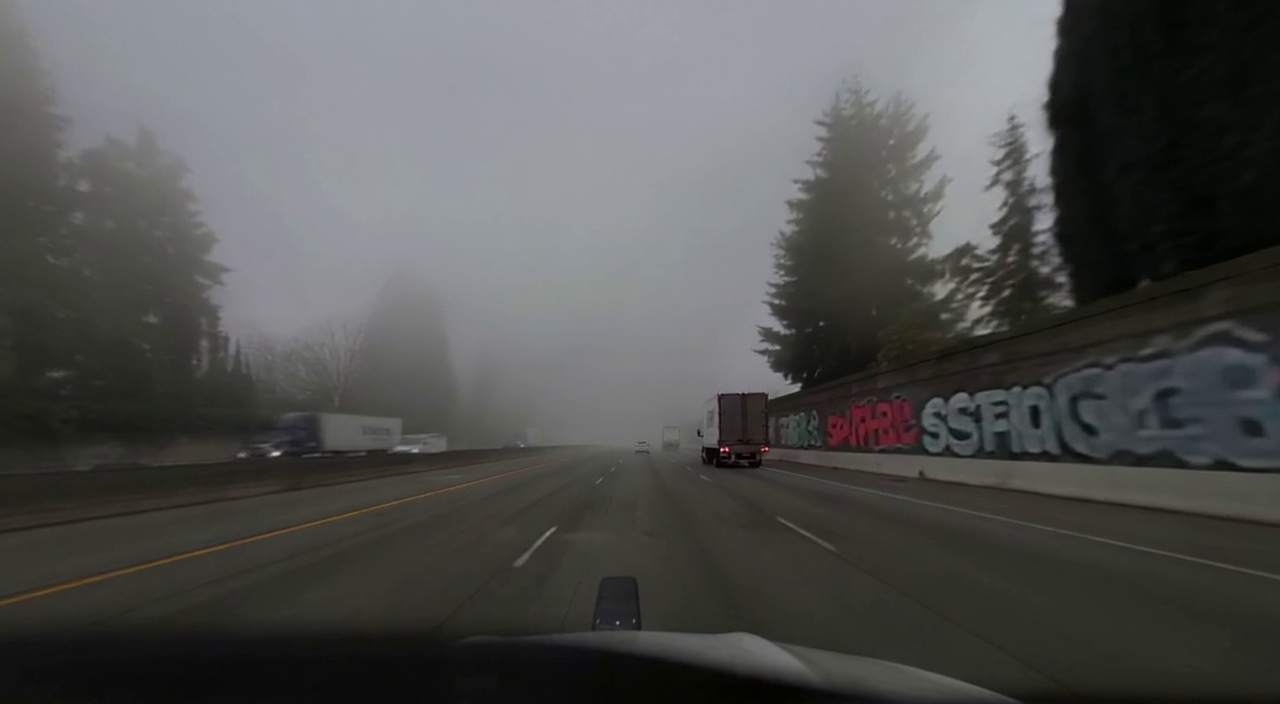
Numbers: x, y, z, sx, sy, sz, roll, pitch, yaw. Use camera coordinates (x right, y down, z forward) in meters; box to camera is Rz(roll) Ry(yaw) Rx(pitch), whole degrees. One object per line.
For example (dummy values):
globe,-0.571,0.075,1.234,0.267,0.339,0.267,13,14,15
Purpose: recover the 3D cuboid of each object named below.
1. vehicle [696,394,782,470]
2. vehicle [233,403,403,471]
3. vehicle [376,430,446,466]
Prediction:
vehicle,5.083,4.457,34.648,2.949,3.470,10.539,-1,-8,0
vehicle,-20.939,5.858,43.200,2.850,3.711,17.121,-1,-8,0
vehicle,-12.320,5.197,34.287,2.068,1.781,4.678,-1,-8,0
